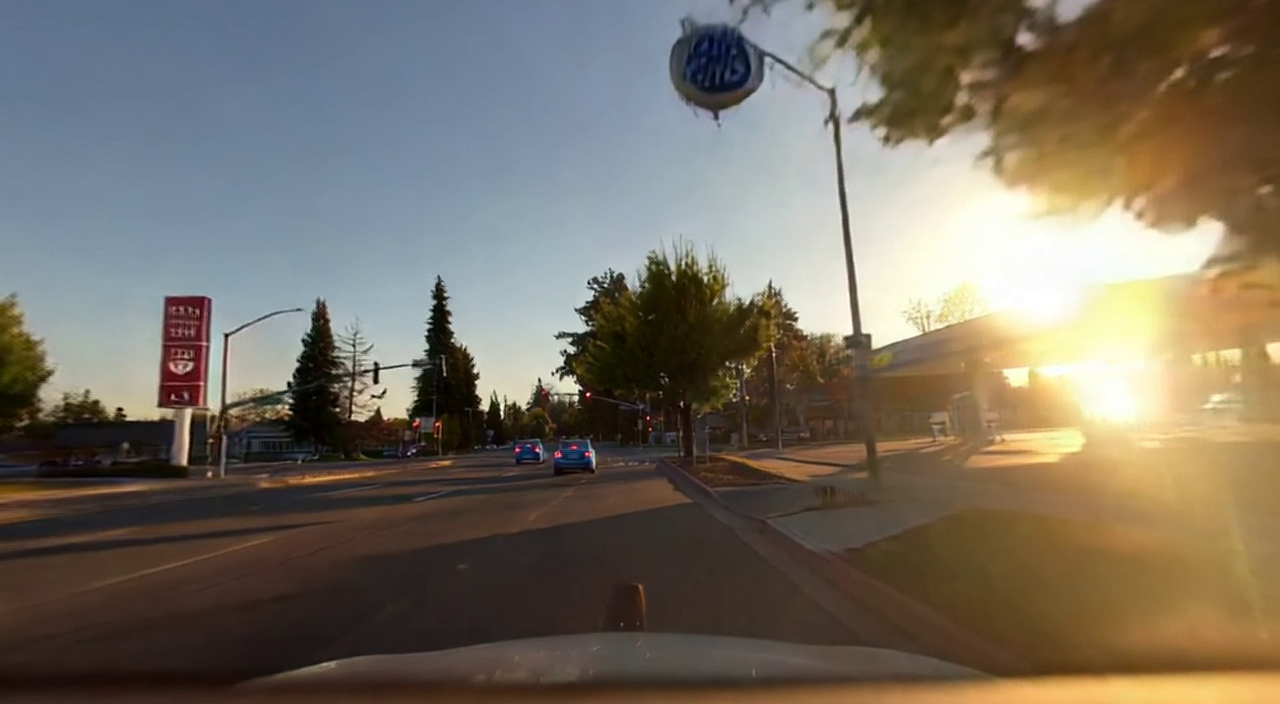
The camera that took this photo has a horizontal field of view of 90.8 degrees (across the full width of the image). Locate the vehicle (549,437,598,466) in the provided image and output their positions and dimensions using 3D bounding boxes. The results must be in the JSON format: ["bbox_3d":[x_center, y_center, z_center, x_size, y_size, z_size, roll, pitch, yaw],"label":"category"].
[{"bbox_3d":[-3.478,5.303,33.811,2.054,1.449,4.772,0,-9,1],"label":"vehicle"}]

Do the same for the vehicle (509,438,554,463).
[{"bbox_3d":[-6.749,6.189,39.779,1.966,1.439,4.161,0,-8,2],"label":"vehicle"}]
